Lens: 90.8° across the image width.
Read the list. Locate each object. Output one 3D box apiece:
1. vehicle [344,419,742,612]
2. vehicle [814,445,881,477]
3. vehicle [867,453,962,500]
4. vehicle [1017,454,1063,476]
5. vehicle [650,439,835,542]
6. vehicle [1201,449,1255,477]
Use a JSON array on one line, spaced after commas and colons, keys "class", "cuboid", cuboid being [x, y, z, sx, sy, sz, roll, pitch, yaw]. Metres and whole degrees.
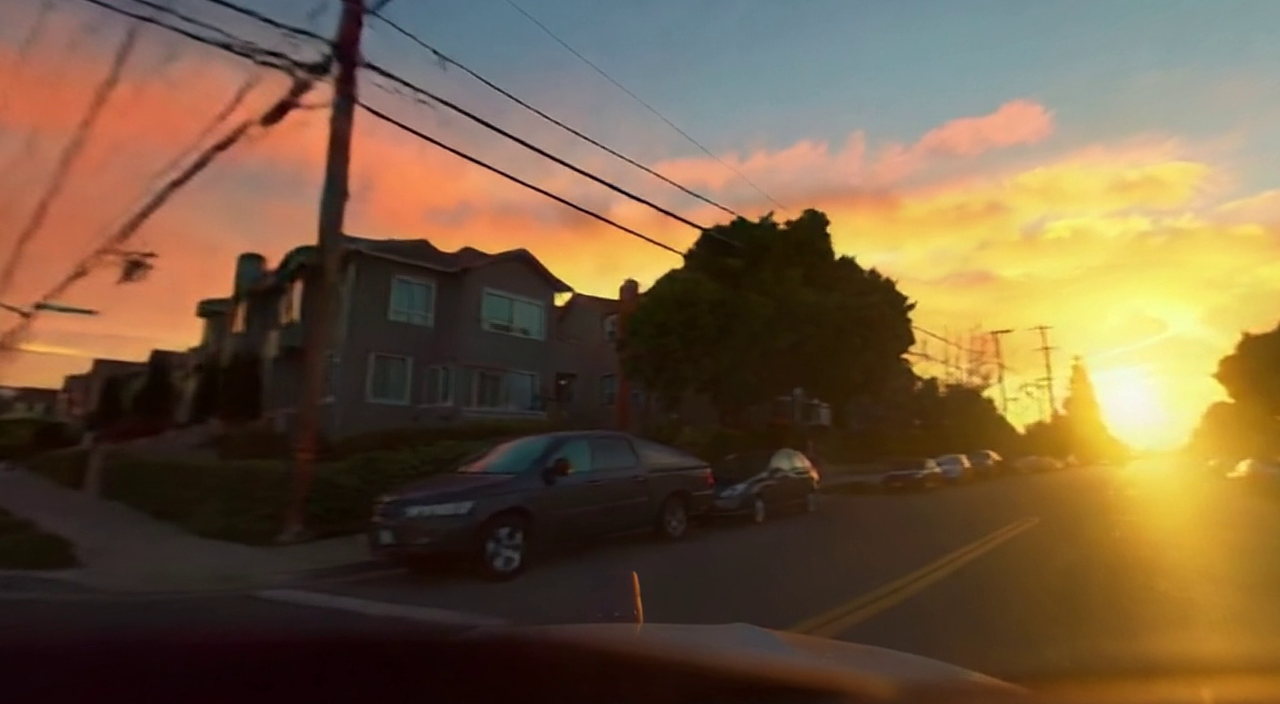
[{"class": "vehicle", "cuboid": [-0.964, 2.068, 9.671, 2.385, 1.967, 5.971, -7, -9, 36]}, {"class": "vehicle", "cuboid": [12.979, 6.716, 39.315, 2.232, 1.836, 5.443, -7, -11, 36]}, {"class": "vehicle", "cuboid": [10.250, 4.520, 23.405, 1.897, 1.523, 4.626, -8, -11, 39]}, {"class": "vehicle", "cuboid": [29.546, 8.280, 46.625, 1.960, 1.460, 4.425, -6, -11, 43]}, {"class": "vehicle", "cuboid": [2.434, 2.887, 14.077, 2.150, 1.756, 4.436, -6, -8, 38]}, {"class": "vehicle", "cuboid": [38.432, 7.220, 41.373, 2.310, 1.527, 4.705, -6, -9, 40]}]
